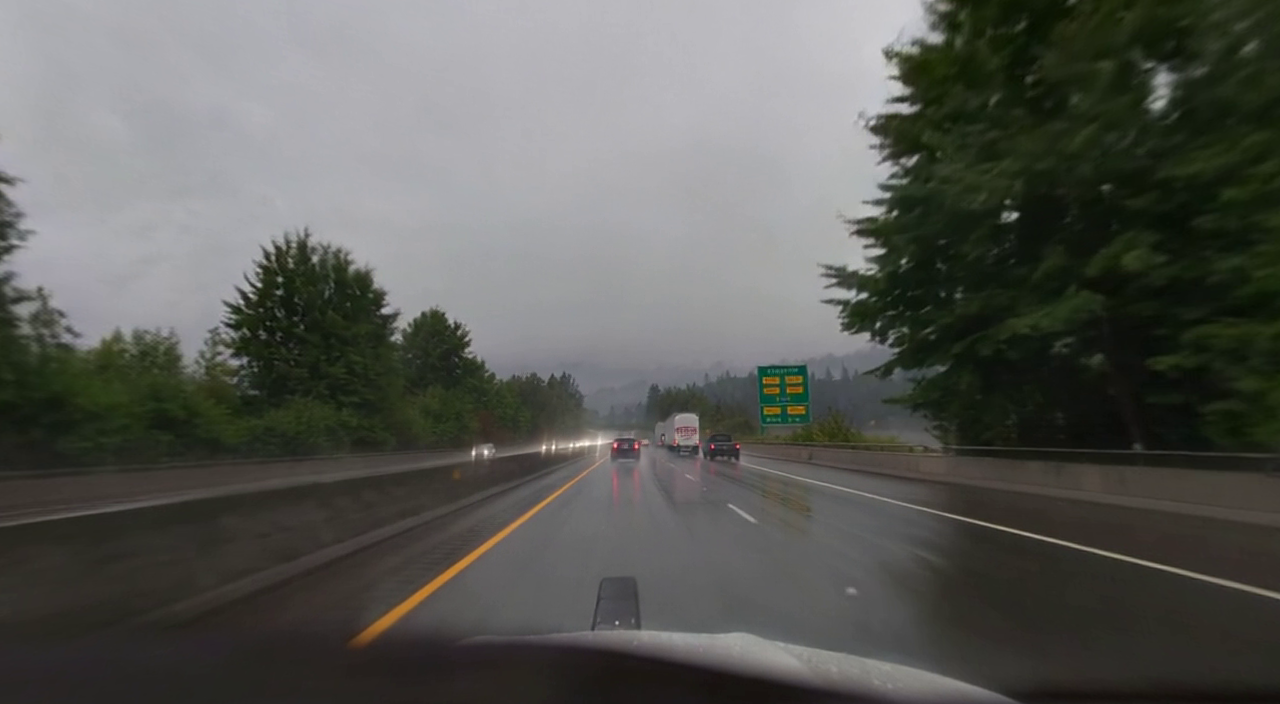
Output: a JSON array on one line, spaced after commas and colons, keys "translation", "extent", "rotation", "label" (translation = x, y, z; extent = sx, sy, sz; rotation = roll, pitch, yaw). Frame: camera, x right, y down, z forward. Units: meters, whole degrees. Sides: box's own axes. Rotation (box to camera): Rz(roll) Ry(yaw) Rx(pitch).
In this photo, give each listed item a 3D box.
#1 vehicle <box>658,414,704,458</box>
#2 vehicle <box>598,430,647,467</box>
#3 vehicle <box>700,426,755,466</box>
[{"translation": [2.944, 6.319, 47.479], "extent": [2.728, 3.053, 7.708], "rotation": [0, -8, -1], "label": "vehicle"}, {"translation": [-0.837, 4.673, 30.819], "extent": [2.206, 1.681, 4.111], "rotation": [0, -8, -1], "label": "vehicle"}, {"translation": [4.375, 4.758, 32.169], "extent": [2.073, 1.905, 4.023], "rotation": [0, -8, -2], "label": "vehicle"}]
